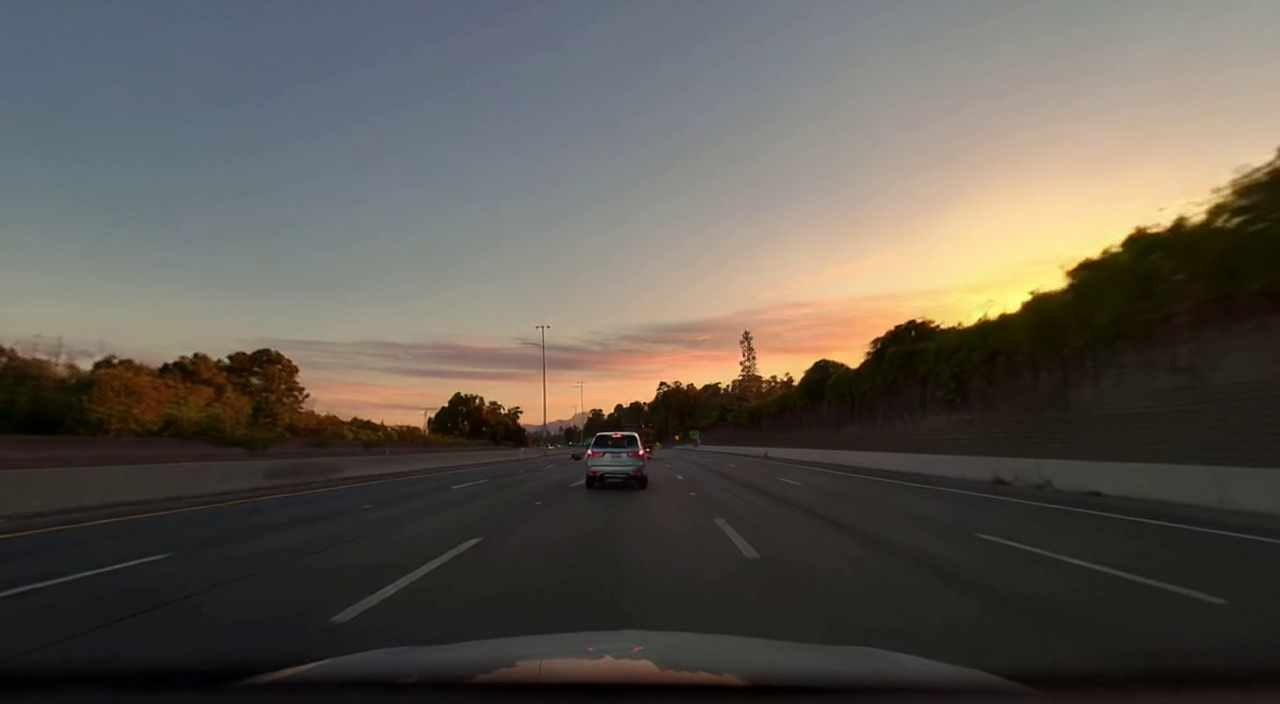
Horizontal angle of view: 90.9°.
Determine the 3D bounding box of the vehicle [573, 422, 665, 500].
[{"bbox_3d":[-0.448,2.845,16.794,2.114,1.787,4.365,0,-8,1],"label":"vehicle"}]
